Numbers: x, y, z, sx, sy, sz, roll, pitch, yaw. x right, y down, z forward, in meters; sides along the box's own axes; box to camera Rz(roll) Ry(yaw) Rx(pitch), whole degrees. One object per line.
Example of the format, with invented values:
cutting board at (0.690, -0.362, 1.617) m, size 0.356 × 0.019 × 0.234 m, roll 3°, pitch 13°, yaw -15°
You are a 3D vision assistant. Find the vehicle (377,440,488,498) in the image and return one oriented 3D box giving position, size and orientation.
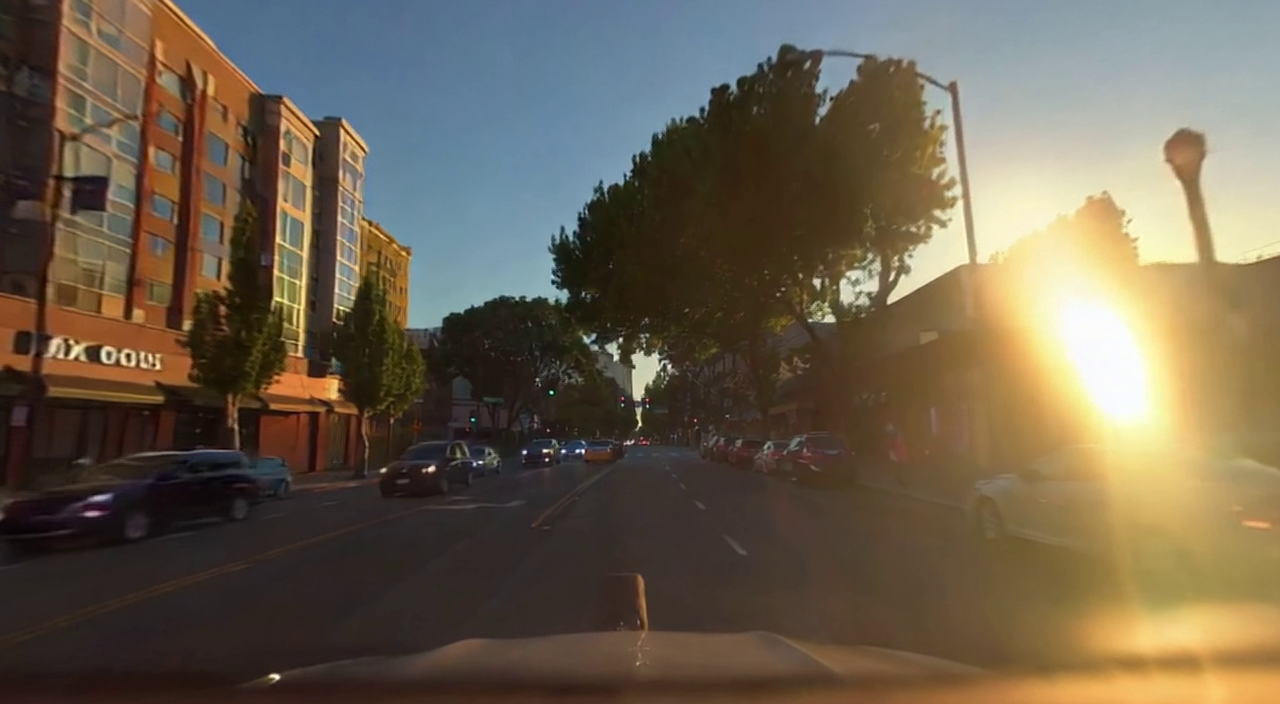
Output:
vehicle at (-6.132, 3.473, 19.259) m, size 1.898 × 1.532 × 4.337 m, roll 0°, pitch -8°, yaw 0°

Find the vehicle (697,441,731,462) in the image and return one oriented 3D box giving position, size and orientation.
vehicle at (5.739, 7.780, 49.570) m, size 2.011 × 1.603 × 4.395 m, roll 0°, pitch -8°, yaw -1°

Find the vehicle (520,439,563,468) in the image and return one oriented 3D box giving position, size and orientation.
vehicle at (-6.158, 6.381, 39.953) m, size 2.020 × 1.754 × 4.442 m, roll 0°, pitch -8°, yaw 0°

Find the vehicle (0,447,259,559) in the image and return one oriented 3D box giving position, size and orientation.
vehicle at (-8.970, 2.463, 11.093) m, size 1.937 × 1.548 × 4.179 m, roll 0°, pitch -8°, yaw 0°

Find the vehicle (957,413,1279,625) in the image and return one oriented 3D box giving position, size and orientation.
vehicle at (6.048, 1.729, 7.647) m, size 1.959 × 1.766 × 4.490 m, roll 0°, pitch -8°, yaw -1°

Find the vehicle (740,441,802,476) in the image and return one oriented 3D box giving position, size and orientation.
vehicle at (5.869, 4.832, 28.874) m, size 1.834 × 1.454 × 4.410 m, roll 0°, pitch -8°, yaw -1°

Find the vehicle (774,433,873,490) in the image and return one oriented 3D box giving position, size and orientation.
vehicle at (6.066, 3.655, 21.476) m, size 2.047 × 1.720 × 4.353 m, roll 0°, pitch -8°, yaw 0°
